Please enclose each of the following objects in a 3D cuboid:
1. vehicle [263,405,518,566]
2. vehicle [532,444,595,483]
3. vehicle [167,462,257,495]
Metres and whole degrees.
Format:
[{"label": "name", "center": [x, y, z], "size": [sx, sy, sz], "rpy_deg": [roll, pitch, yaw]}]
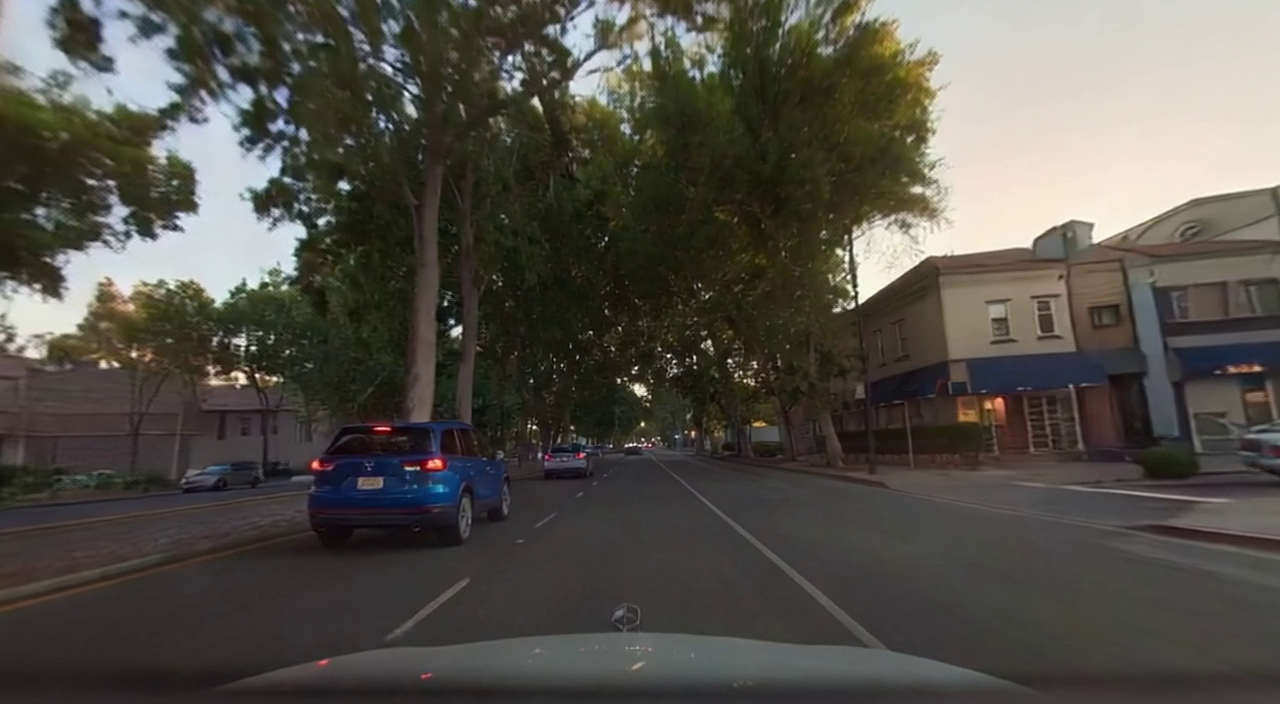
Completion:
[{"label": "vehicle", "center": [-3.282, 1.855, 9.478], "size": [2.042, 1.817, 4.364], "rpy_deg": [0, -9, 0]}, {"label": "vehicle", "center": [-3.106, 4.641, 26.703], "size": [2.069, 1.470, 4.601], "rpy_deg": [0, -8, 0]}, {"label": "vehicle", "center": [-22.791, 6.727, 33.828], "size": [1.741, 1.505, 4.346], "rpy_deg": [-1, -9, 0]}]
